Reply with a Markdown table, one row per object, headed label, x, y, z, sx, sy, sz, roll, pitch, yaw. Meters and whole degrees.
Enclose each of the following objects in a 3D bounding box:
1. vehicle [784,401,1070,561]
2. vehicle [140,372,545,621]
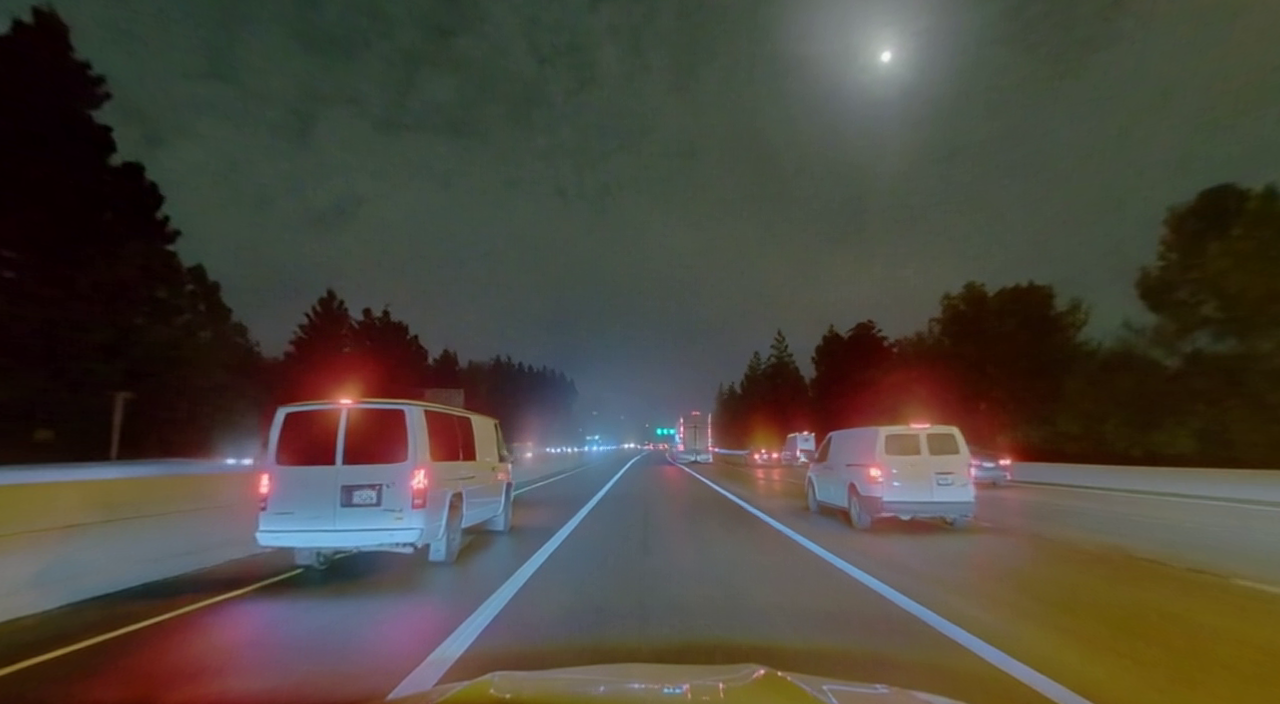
| label | x | y | z | sx | sy | sz | roll | pitch | yaw |
| --- | --- | --- | --- | --- | --- | --- | --- | --- | --- |
| vehicle | 3.937 | 1.871 | 9.876 | 2.209 | 1.862 | 4.717 | 0 | -8 | -1 |
| vehicle | -2.725 | 1.509 | 7.642 | 2.159 | 1.922 | 5.345 | 0 | -8 | 2 |
